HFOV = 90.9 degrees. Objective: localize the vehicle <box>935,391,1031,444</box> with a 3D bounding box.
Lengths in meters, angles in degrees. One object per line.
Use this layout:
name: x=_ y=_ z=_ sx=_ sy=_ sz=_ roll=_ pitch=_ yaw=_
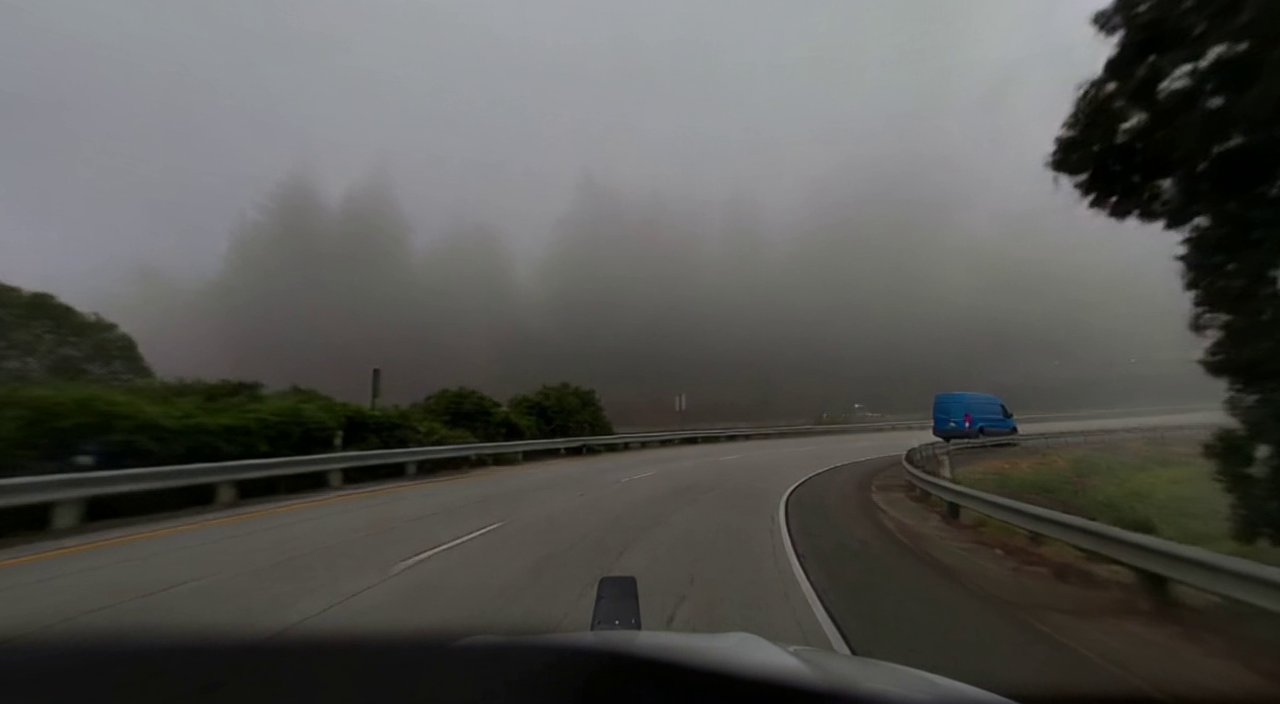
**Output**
vehicle: x=18.078 y=3.475 z=33.117 sx=5.330 sy=2.577 sz=2.352 roll=5 pitch=-9 yaw=-37
